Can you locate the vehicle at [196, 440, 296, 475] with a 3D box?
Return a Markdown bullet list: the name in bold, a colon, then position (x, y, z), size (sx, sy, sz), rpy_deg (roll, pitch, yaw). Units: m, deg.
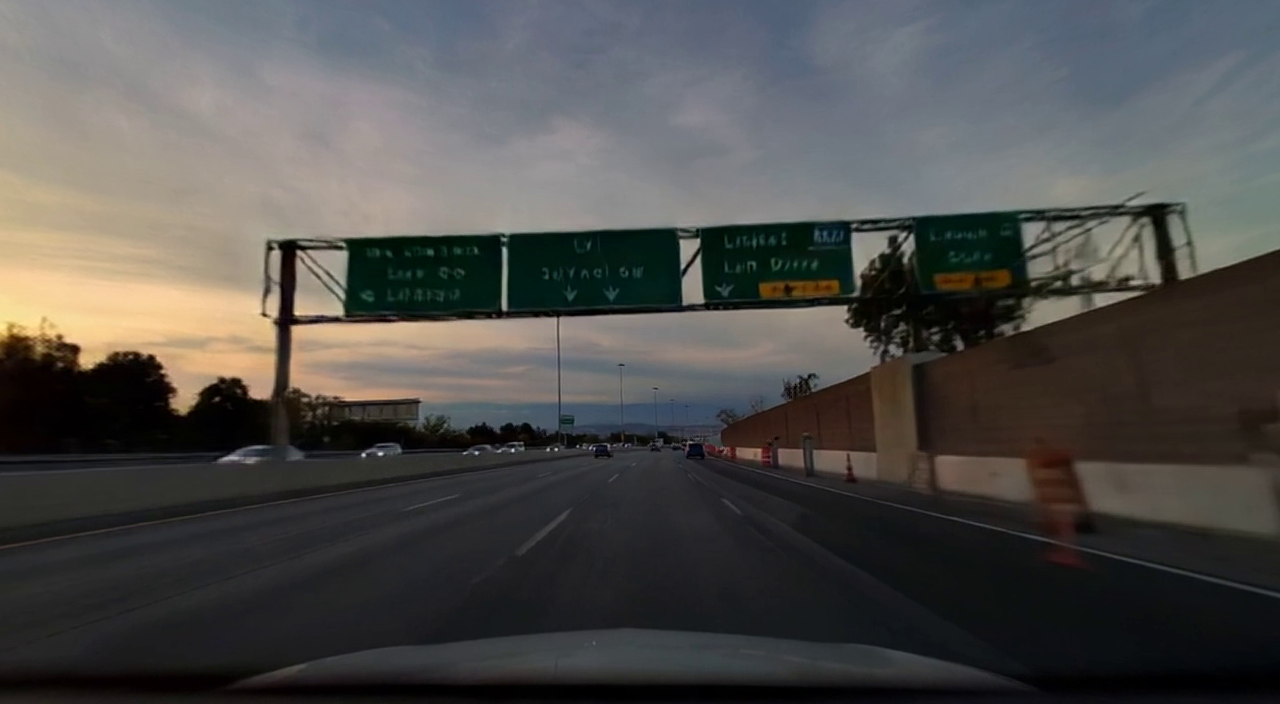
- **vehicle**: position (-19.248, 5.169, 31.011), size (1.906, 1.568, 4.357), rpy_deg (-1, -9, 3)
